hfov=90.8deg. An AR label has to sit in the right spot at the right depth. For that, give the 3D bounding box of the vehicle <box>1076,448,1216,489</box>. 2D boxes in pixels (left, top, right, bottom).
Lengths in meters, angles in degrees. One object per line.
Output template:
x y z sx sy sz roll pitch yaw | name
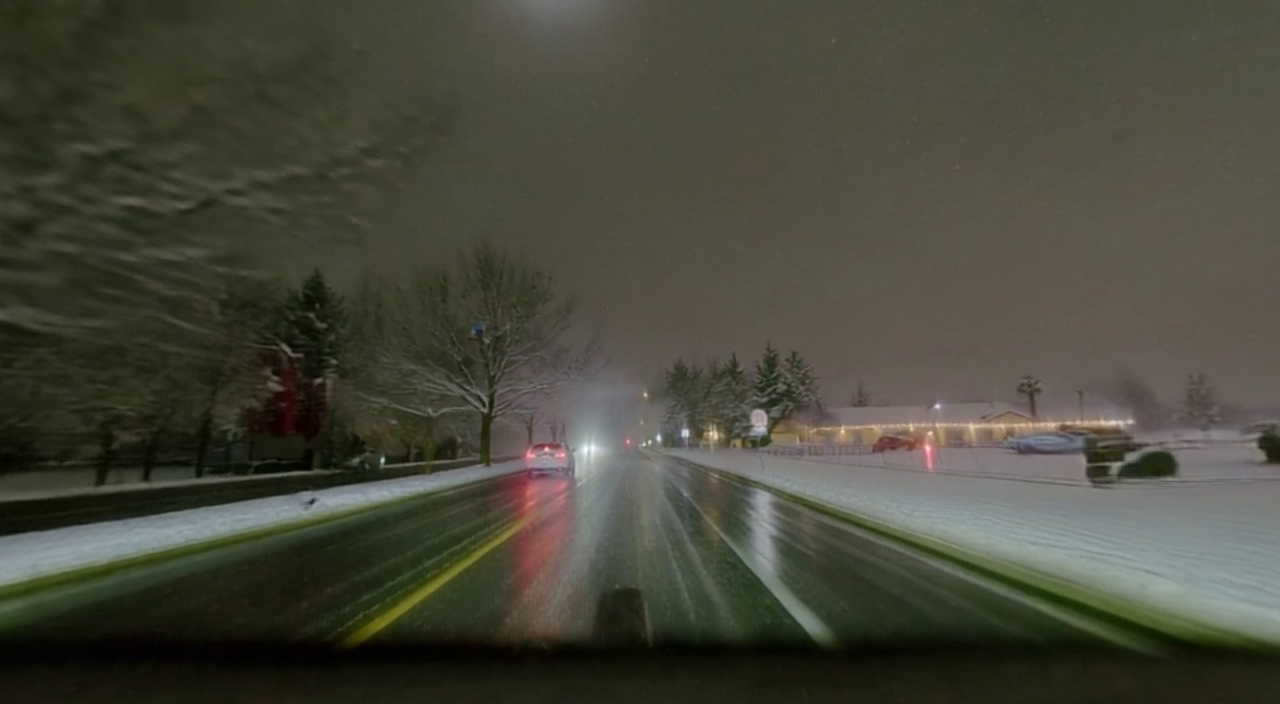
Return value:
19.396 4.446 24.307 3.870 1.459 1.869 0 -8 -5 | vehicle

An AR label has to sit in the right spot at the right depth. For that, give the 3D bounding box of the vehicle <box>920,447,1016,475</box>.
17.840 5.911 34.440 4.230 1.384 1.882 1 -8 -7 | vehicle

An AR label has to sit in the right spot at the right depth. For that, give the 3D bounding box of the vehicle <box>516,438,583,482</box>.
-3.458 4.193 24.911 2.030 1.550 3.925 0 -8 1 | vehicle

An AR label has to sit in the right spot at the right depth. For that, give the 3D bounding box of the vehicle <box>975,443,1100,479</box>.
18.488 5.042 29.520 4.520 1.557 2.056 1 -8 -7 | vehicle
